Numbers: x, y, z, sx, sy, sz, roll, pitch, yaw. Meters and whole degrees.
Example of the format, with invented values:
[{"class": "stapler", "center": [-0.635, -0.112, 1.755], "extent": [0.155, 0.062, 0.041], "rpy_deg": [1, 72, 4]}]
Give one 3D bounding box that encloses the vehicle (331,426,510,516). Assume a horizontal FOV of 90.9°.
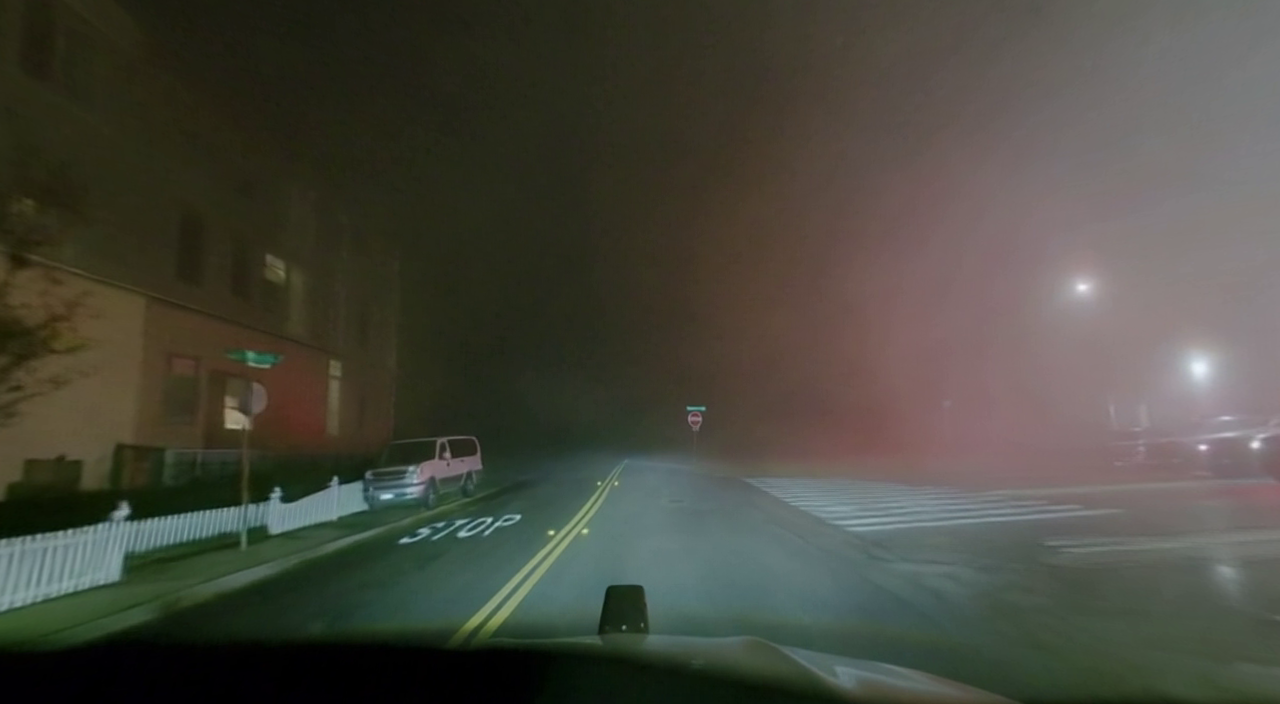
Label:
[{"class": "vehicle", "center": [-5.433, 2.994, 16.821], "extent": [2.308, 1.899, 6.107], "rpy_deg": [-2, -7, 3]}]
